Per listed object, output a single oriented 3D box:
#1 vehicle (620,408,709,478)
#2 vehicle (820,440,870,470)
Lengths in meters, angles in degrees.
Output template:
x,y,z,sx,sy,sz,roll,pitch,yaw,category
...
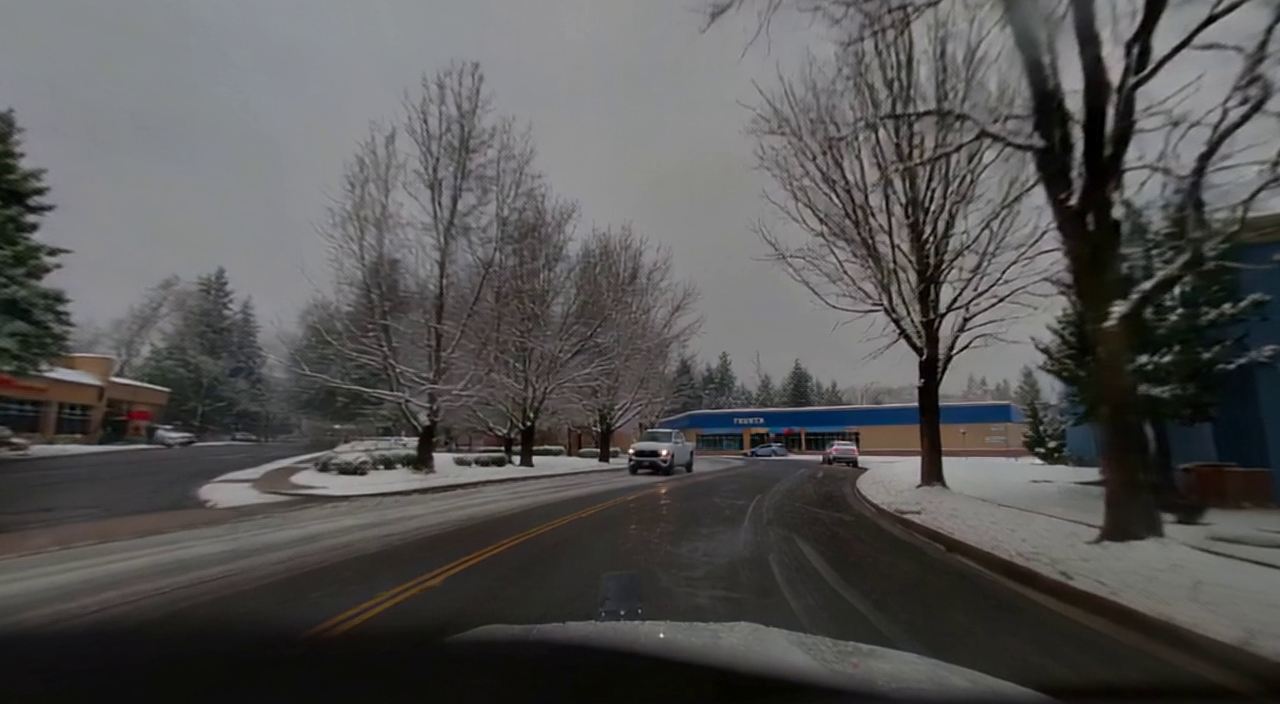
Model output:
x,y,z,sx,sy,sz,roll,pitch,yaw,category
1.315,4.206,29.153,2.674,2.815,6.582,-2,-9,15,vehicle
13.066,6.577,40.656,2.292,1.767,5.128,-2,-9,10,vehicle
